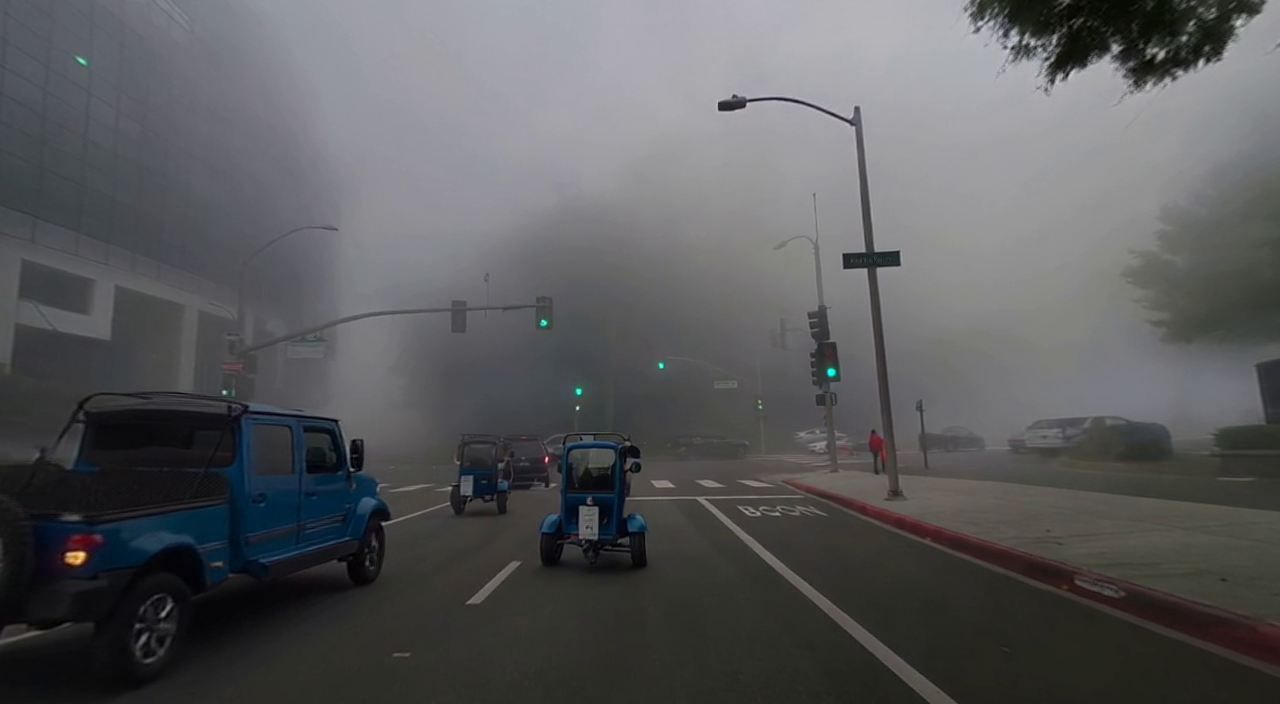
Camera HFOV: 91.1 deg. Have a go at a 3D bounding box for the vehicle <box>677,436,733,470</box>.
[{"bbox_3d":[3.529,5.367,33.458,2.082,1.671,3.992,-3,-9,20],"label":"vehicle"}]

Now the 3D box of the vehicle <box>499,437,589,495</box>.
[{"bbox_3d":[-2.903,3.549,19.866,1.935,1.615,4.073,-1,-8,4],"label":"vehicle"}]

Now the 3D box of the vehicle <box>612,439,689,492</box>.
[{"bbox_3d":[0.434,3.498,19.739,2.025,1.458,4.085,-1,-8,6],"label":"vehicle"}]

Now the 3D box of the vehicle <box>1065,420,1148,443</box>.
[{"bbox_3d":[30.732,5.282,41.432,1.751,1.420,4.027,8,-12,-42],"label":"vehicle"}]

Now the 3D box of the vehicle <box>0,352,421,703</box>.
[{"bbox_3d":[-3.586,1.225,5.042,2.000,1.809,4.405,0,-8,1],"label":"vehicle"}]
